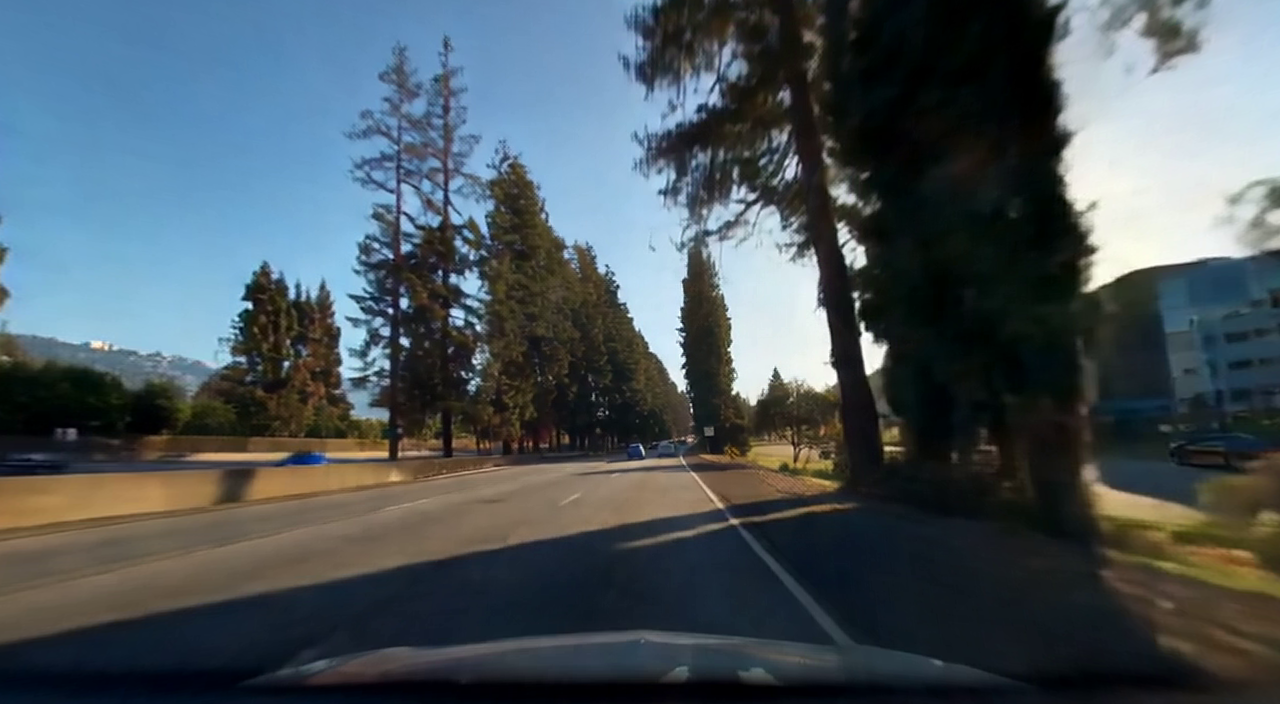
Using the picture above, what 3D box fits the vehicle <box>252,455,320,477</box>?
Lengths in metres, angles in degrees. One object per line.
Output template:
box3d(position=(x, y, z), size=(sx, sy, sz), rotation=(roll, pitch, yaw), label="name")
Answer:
box3d(position=(-26.503, 8.546, 47.441), size=(1.964, 1.444, 4.565), rotation=(-2, -8, 9), label="vehicle")

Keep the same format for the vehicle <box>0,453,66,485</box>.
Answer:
box3d(position=(-36.403, 6.672, 35.943), size=(1.961, 1.722, 5.248), rotation=(-1, -8, 7), label="vehicle")
